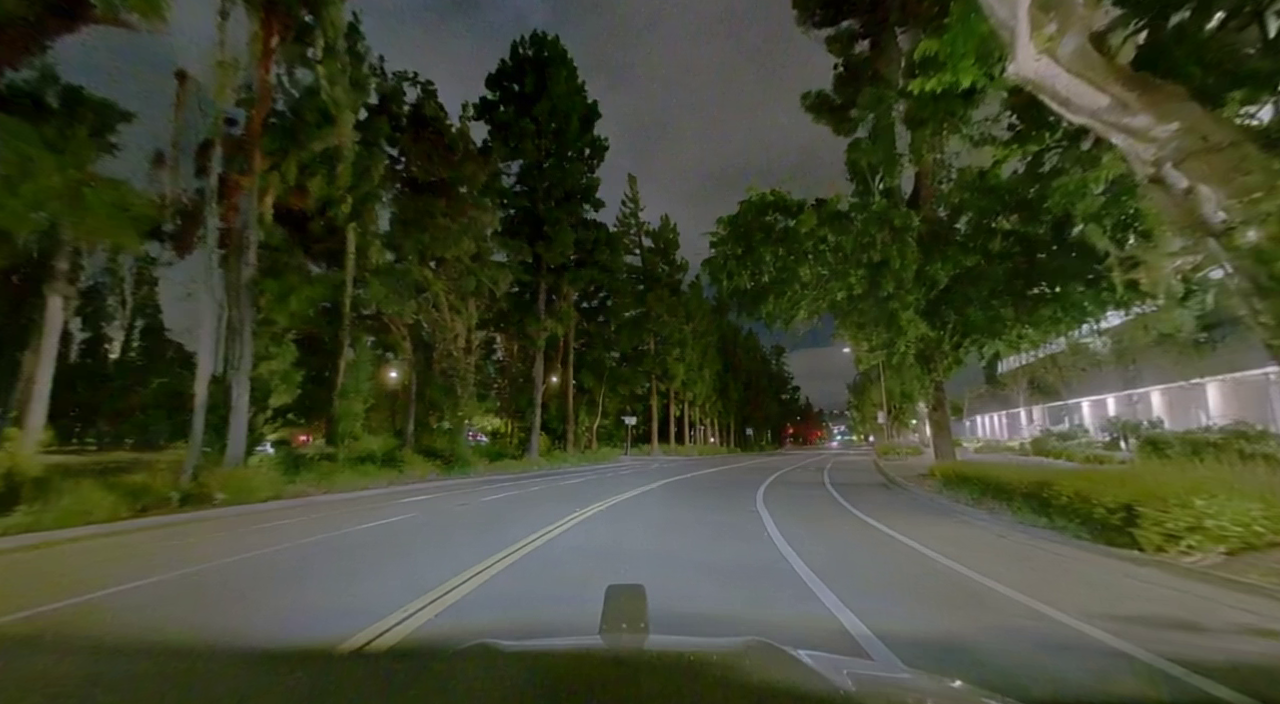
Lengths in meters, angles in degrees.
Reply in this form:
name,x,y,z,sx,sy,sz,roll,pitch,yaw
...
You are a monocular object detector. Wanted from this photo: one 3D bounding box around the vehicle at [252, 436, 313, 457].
name,x,y,z,sx,sy,sz,roll,pitch,yaw
vehicle,-25.879,6.902,45.734,1.680,1.413,3.616,-4,-10,16
